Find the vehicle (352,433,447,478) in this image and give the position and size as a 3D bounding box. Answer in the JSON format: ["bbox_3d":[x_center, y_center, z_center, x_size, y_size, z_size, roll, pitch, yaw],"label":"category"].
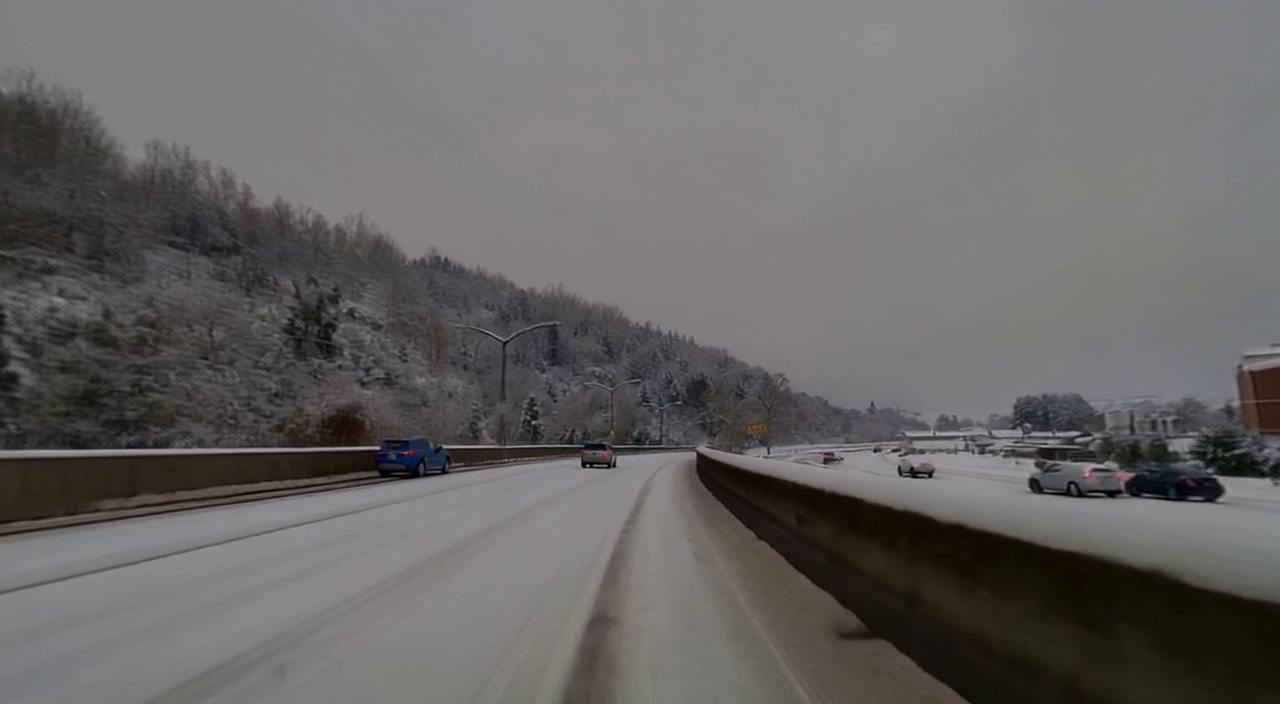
[{"bbox_3d":[-10.207,4.427,27.204,2.039,1.746,4.528,-1,-8,4],"label":"vehicle"}]

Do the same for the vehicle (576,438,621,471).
[{"bbox_3d":[-2.334,5.916,36.456,2.028,1.782,4.150,-1,-8,4],"label":"vehicle"}]

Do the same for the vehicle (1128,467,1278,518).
[{"bbox_3d":[21.500,5.330,24.396,2.010,1.620,4.347,-1,-8,5],"label":"vehicle"}]

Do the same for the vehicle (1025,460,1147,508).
[{"bbox_3d":[17.196,5.065,24.629,1.786,1.559,4.496,-1,-8,5],"label":"vehicle"}]
